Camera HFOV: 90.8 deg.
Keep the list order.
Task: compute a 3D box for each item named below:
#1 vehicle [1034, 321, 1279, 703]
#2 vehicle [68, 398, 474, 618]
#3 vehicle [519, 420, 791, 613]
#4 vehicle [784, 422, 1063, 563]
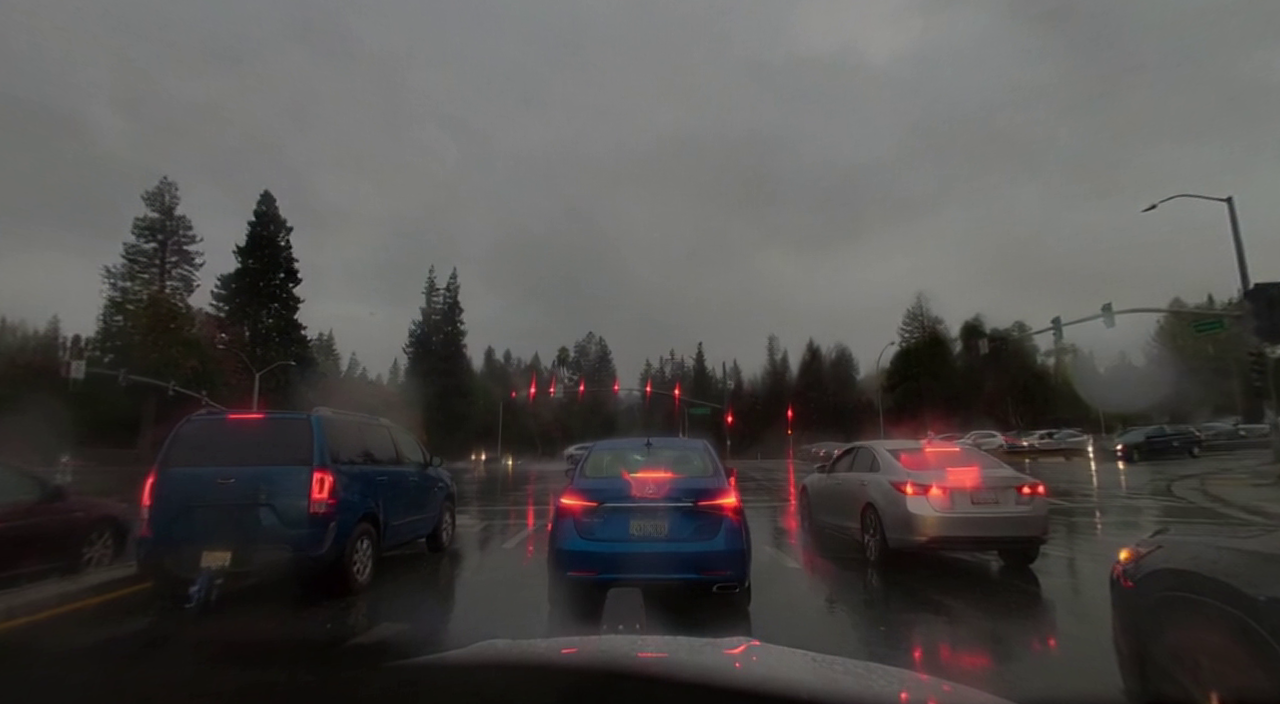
[{"bbox_3d":[3.235,0.608,1.173,2.178,1.691,4.314,0,-9,0],"label":"vehicle"},{"bbox_3d":[-3.416,1.525,7.070,1.958,1.693,4.242,0,-9,0],"label":"vehicle"},{"bbox_3d":[0.062,1.589,7.022,2.114,1.482,4.056,0,-9,-2],"label":"vehicle"},{"bbox_3d":[3.532,1.838,8.990,1.874,1.487,4.404,0,-9,-1],"label":"vehicle"}]
